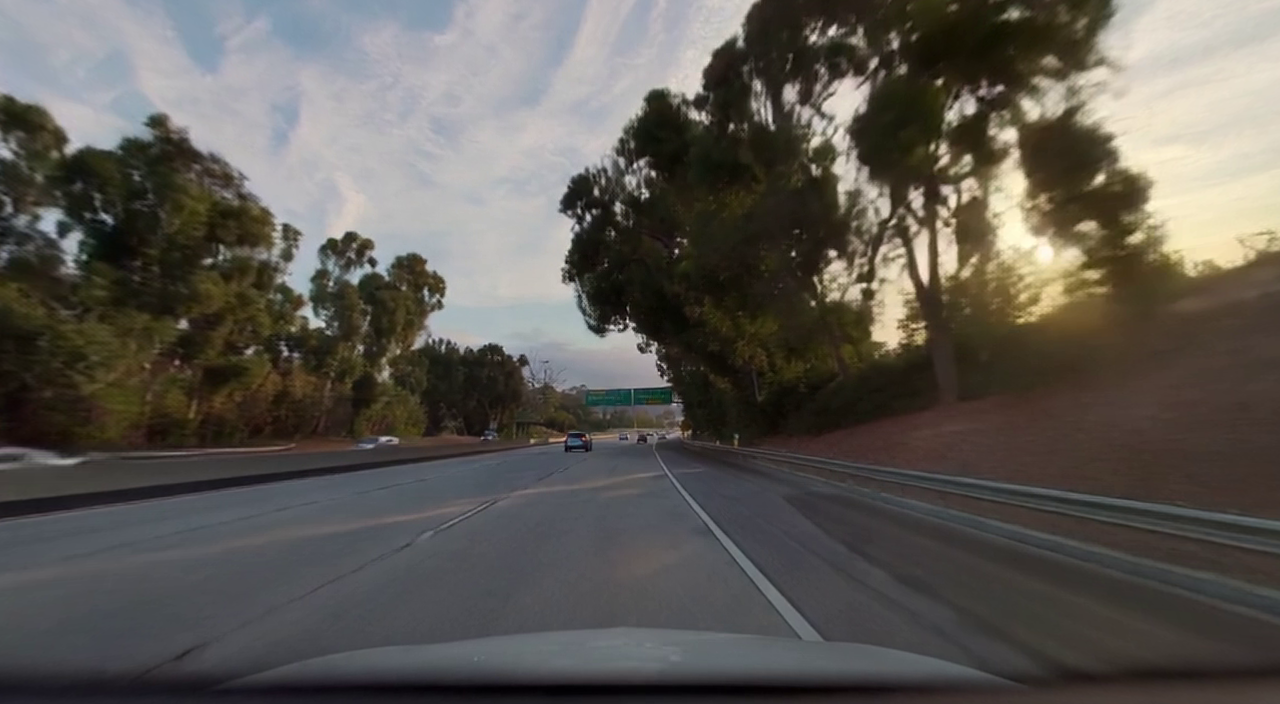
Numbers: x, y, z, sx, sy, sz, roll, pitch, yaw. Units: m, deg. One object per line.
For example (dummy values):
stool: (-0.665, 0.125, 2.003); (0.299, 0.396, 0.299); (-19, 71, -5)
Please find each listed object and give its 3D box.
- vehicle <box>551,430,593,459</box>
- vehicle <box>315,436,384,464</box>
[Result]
vehicle: (-4.086, 5.645, 38.648); (2.052, 1.626, 4.514); (0, -8, 1)
vehicle: (-16.587, 5.608, 36.222); (1.863, 1.482, 4.336); (0, -7, 0)
